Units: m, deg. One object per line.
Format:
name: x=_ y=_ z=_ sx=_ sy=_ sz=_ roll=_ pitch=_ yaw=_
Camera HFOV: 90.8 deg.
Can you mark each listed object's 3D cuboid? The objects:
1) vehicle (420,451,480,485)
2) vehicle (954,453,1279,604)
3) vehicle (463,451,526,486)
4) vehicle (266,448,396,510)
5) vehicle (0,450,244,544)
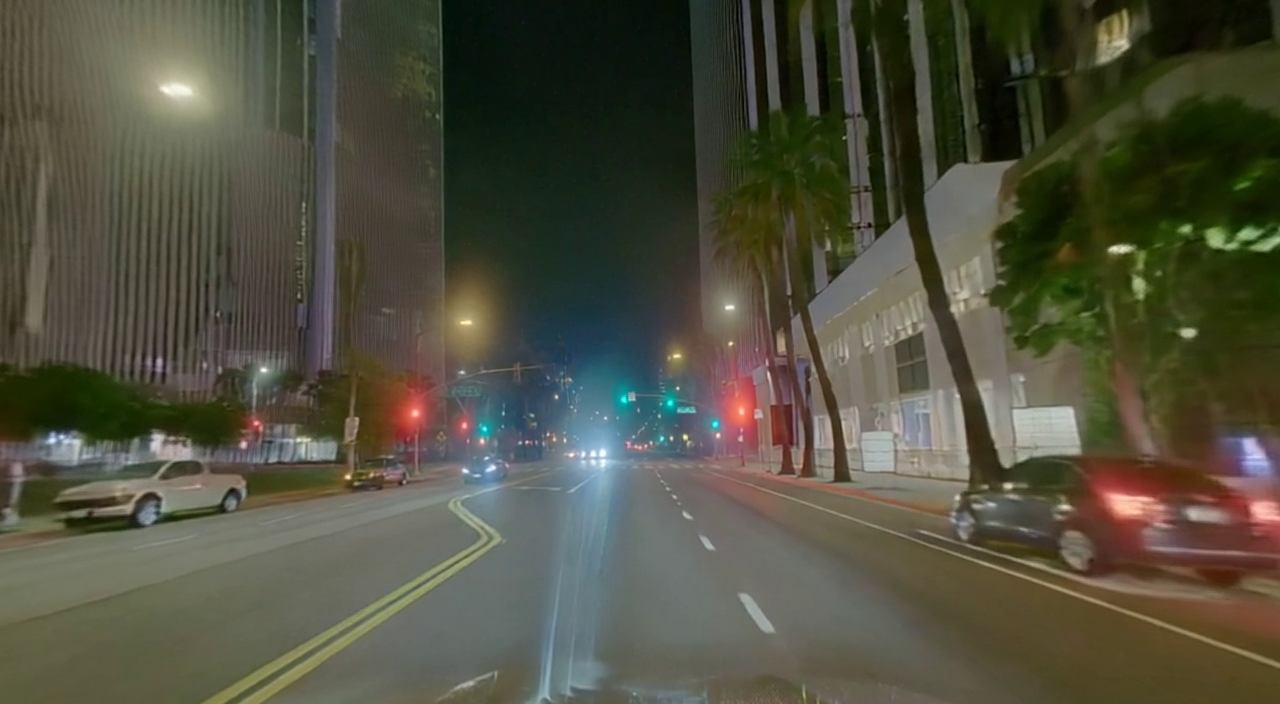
vehicle: x=-10.182 y=6.201 z=34.152 sx=1.923 sy=1.662 sz=4.318 roll=0 pitch=-9 yaw=-1
vehicle: x=5.728 y=1.946 z=7.783 sx=1.784 sy=1.350 sz=3.677 roll=0 pitch=-9 yaw=0
vehicle: x=-6.646 y=5.340 z=29.266 sx=1.868 sy=1.467 sz=4.267 roll=0 pitch=-9 yaw=0
vehicle: x=-9.722 y=3.983 z=20.331 sx=1.940 sy=1.726 sz=4.395 roll=0 pitch=-9 yaw=0
vehicle: x=-13.399 y=3.659 z=16.809 sx=2.218 sy=1.822 sz=5.605 roll=-6 pitch=-9 yaw=-1
